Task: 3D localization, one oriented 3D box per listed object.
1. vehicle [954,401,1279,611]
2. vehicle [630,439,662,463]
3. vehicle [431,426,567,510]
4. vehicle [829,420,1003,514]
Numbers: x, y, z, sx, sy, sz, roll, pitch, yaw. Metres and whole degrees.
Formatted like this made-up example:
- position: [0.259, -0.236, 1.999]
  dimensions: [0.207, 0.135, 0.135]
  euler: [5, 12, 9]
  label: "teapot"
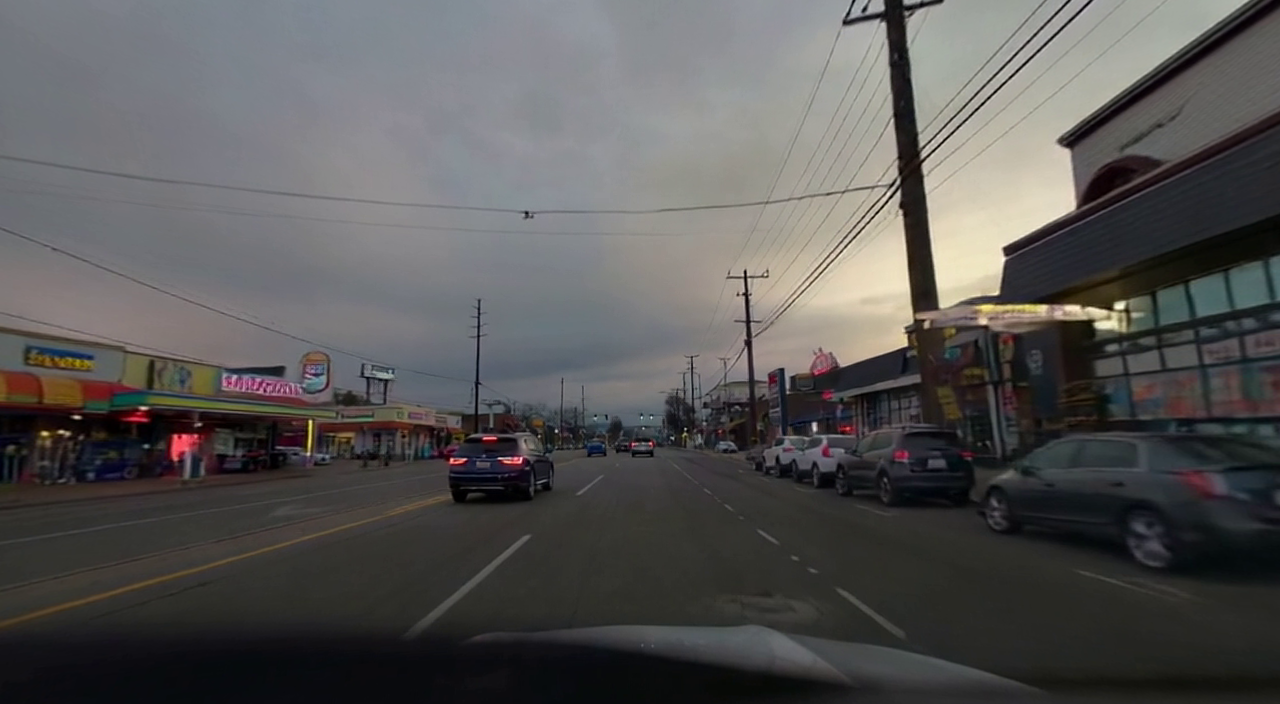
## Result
- position: [6.462, 1.722, 8.094]
  dimensions: [2.203, 1.797, 5.165]
  euler: [0, -9, 0]
  label: "vehicle"
- position: [0.381, 6.662, 42.575]
  dimensions: [2.037, 1.484, 4.073]
  euler: [0, -9, 0]
  label: "vehicle"
- position: [-3.058, 2.632, 14.755]
  dimensions: [2.049, 1.646, 4.445]
  euler: [0, -9, 1]
  label: "vehicle"
- position: [6.397, 2.720, 15.395]
  dimensions: [2.128, 1.900, 4.724]
  euler: [0, -9, 0]
  label: "vehicle"
